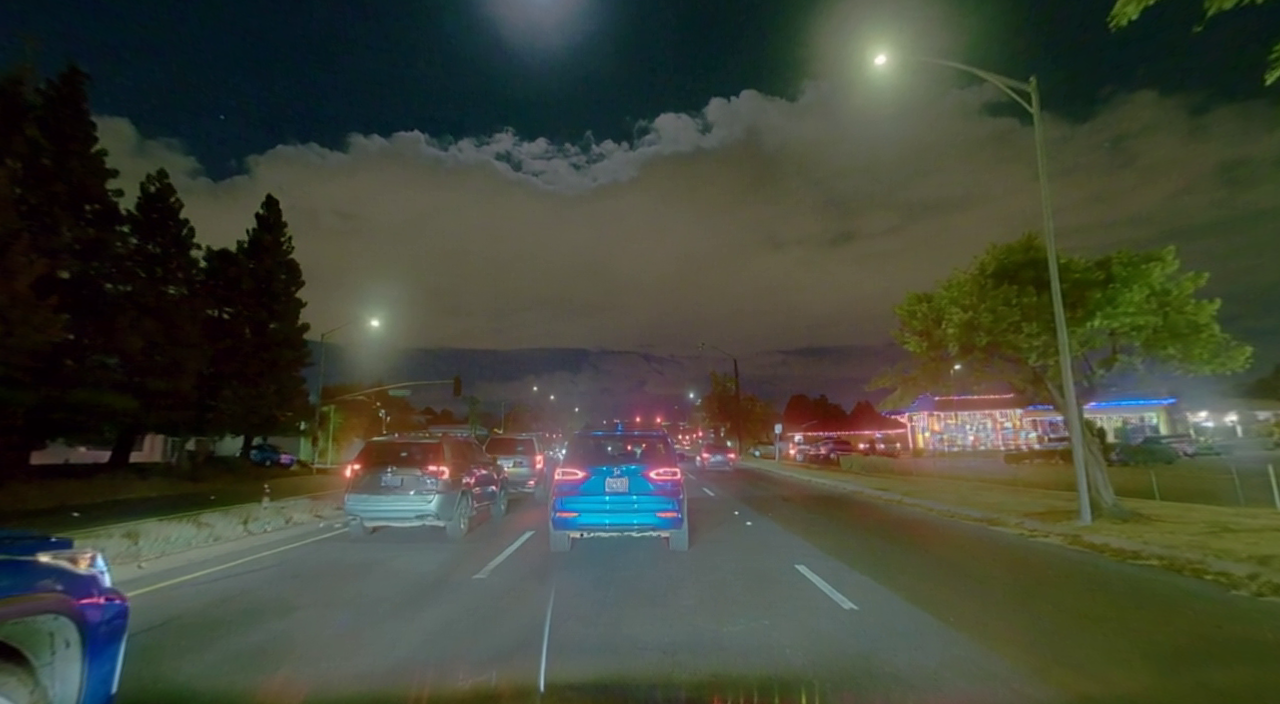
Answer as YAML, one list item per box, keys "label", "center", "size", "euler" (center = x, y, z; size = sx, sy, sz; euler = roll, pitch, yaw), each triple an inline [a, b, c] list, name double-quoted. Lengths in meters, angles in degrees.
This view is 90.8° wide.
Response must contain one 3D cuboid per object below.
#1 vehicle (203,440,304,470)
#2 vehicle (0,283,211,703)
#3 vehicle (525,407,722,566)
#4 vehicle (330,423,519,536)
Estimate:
- label: "vehicle"
  center: [-28.500, 7.602, 46.859]
  size: [5.856, 2.096, 2.481]
  euler: [3, -9, -18]
- label: "vehicle"
  center: [-3.522, 0.519, 0.977]
  size: [2.304, 1.928, 4.833]
  euler: [0, -8, 0]
- label: "vehicle"
  center: [-0.194, 1.750, 8.898]
  size: [2.112, 1.693, 4.058]
  euler: [0, -8, 0]
- label: "vehicle"
  center: [-3.658, 2.237, 11.680]
  size: [1.948, 1.668, 4.279]
  euler: [0, -8, 0]
